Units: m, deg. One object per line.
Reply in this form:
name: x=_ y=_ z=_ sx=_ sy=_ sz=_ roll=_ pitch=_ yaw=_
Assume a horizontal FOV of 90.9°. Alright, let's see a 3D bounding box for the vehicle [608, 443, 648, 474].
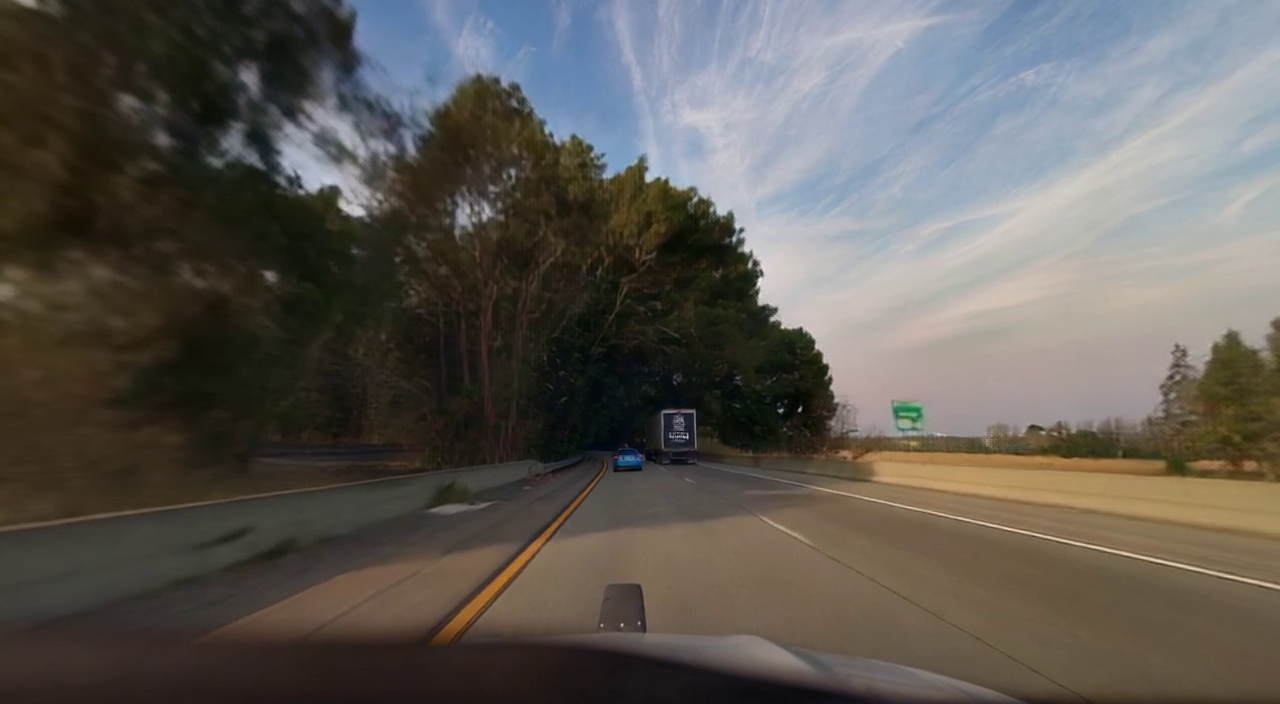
vehicle: x=-0.632 y=5.418 z=32.139 sx=1.913 sy=1.460 sz=3.610 roll=0 pitch=-9 yaw=-1
